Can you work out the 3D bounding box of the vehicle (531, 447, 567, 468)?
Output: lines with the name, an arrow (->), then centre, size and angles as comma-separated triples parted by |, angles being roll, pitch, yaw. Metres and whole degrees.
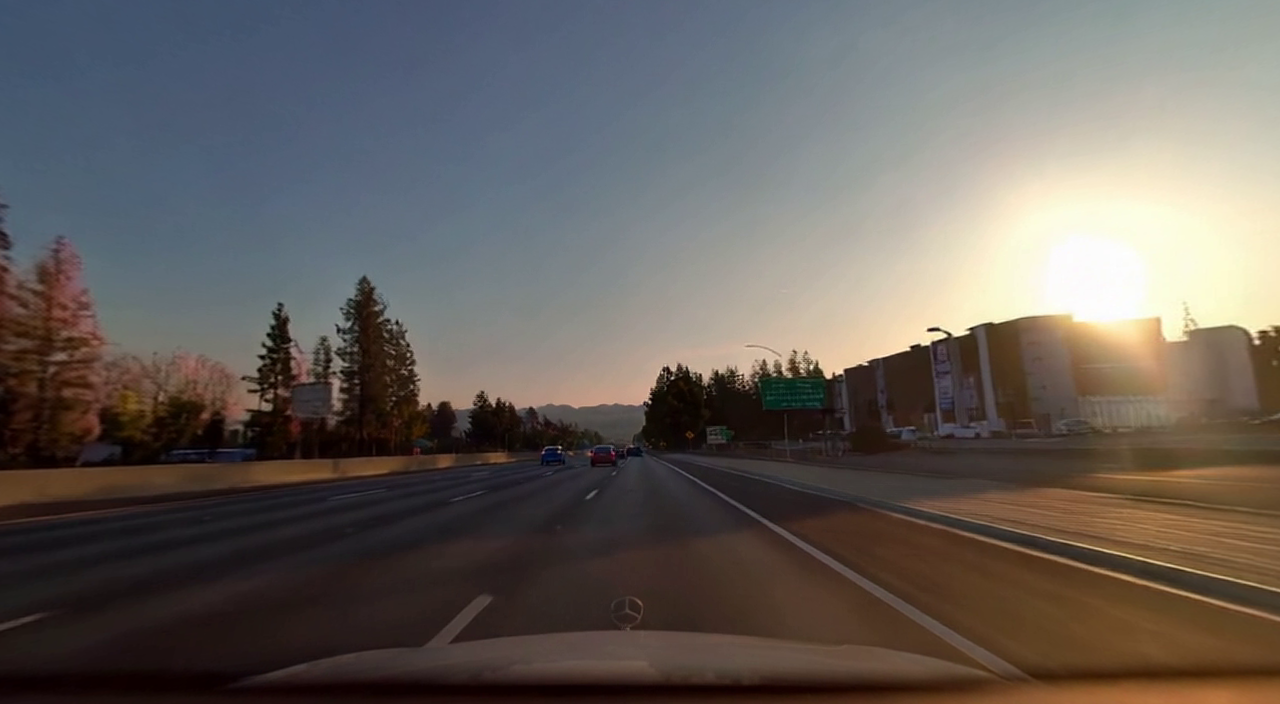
vehicle -> -6.604, 7.670, 46.186 | 1.936, 1.462, 4.388 | 0, -8, 0
